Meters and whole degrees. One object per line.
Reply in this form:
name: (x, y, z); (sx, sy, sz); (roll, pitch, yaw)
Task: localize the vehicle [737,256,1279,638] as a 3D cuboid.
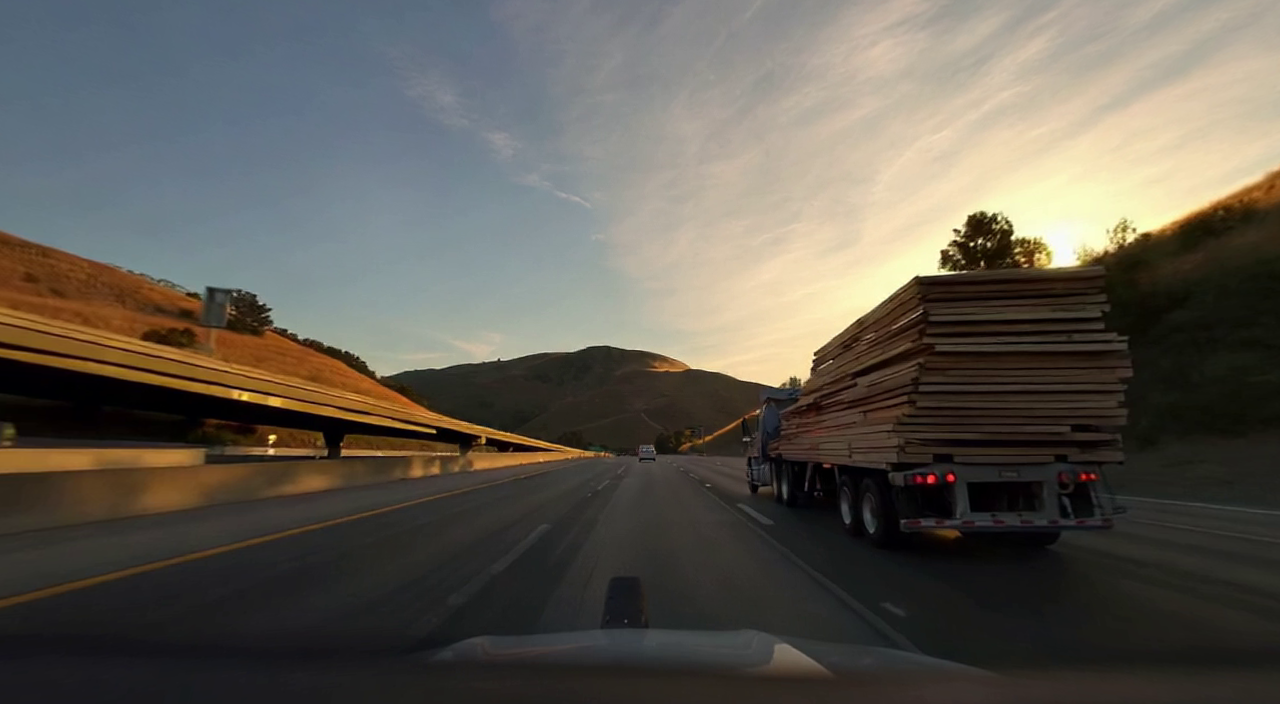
vehicle: (4.068, 1.515, 10.421); (3.326, 3.089, 10.642); (0, -9, 1)
